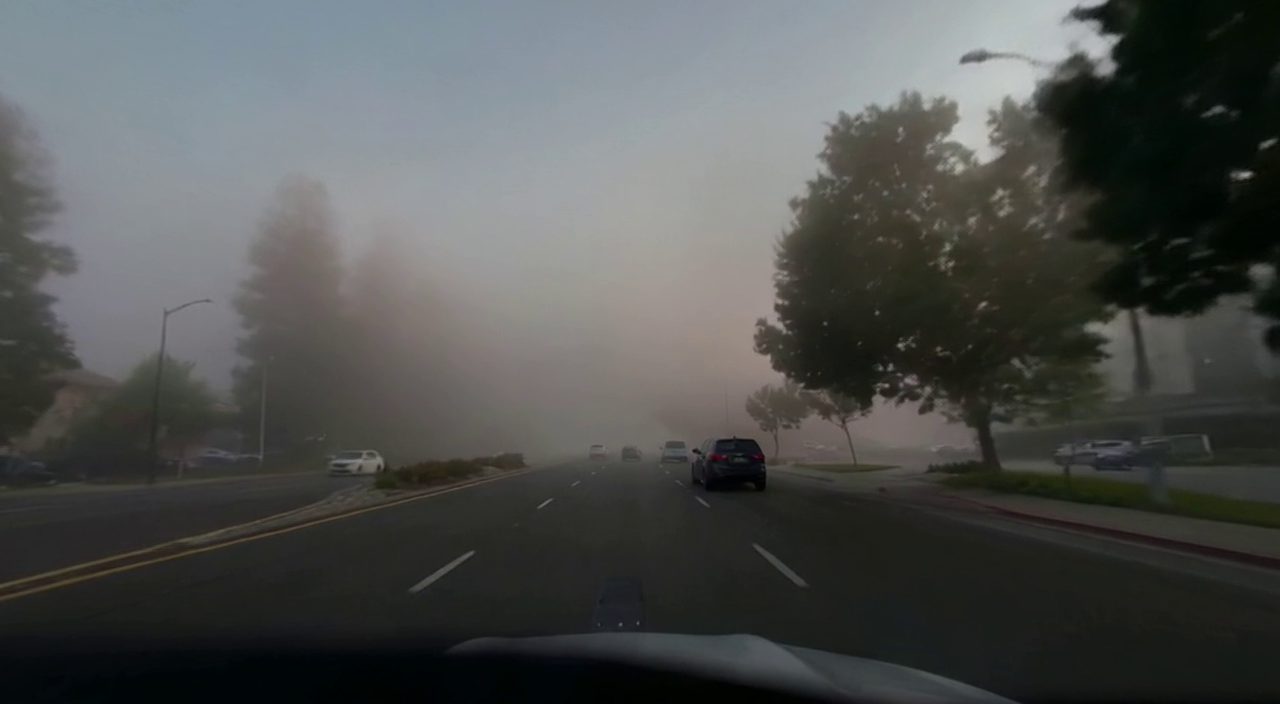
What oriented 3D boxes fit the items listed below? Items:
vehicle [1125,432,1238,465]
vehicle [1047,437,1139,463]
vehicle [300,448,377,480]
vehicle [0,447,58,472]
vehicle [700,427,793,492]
[{"bbox_3d":[31.165,5.519,36.421,5.111,1.834,2.093,1,-8,-11],"label":"vehicle"},{"bbox_3d":[30.316,6.567,42.379,4.607,1.683,2.217,1,-8,-8],"label":"vehicle"},{"bbox_3d":[-16.392,6.092,34.661,1.988,1.619,4.561,0,-8,0],"label":"vehicle"},{"bbox_3d":[-45.981,7.741,45.683,5.412,1.708,2.213,0,-8,-1],"label":"vehicle"},{"bbox_3d":[3.210,3.363,20.017,2.060,1.816,4.343,0,-8,-2],"label":"vehicle"}]
